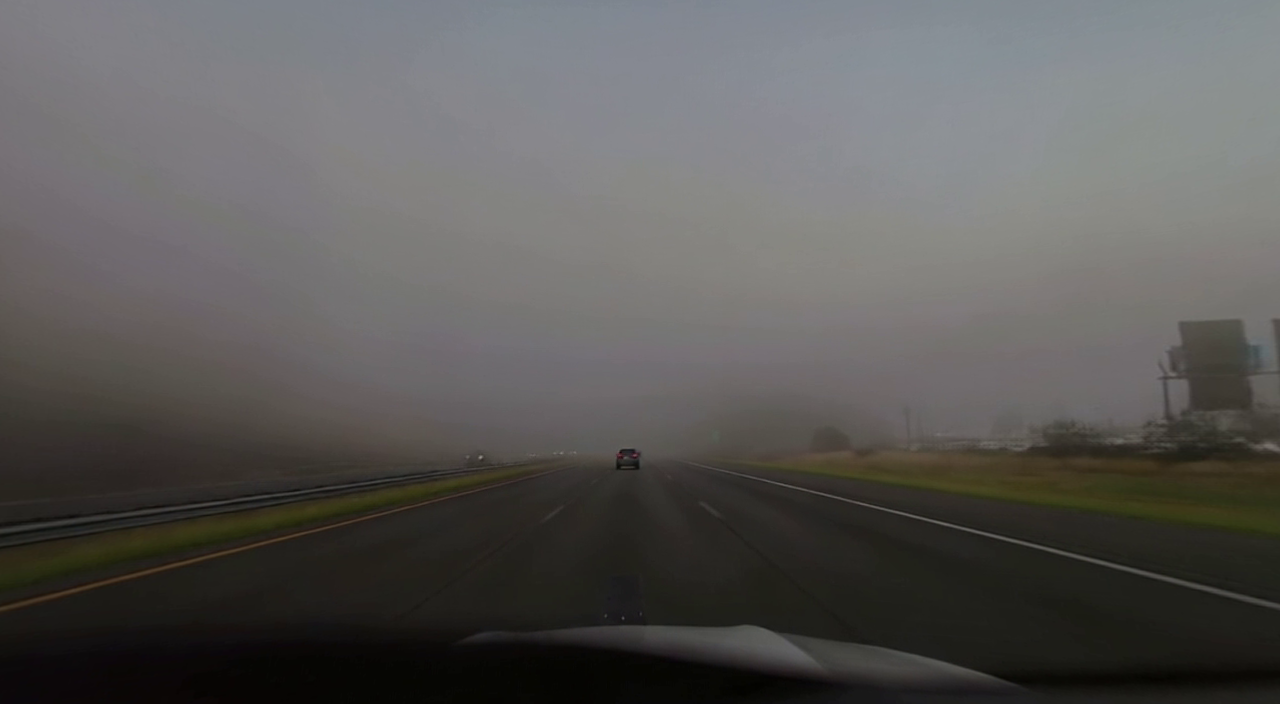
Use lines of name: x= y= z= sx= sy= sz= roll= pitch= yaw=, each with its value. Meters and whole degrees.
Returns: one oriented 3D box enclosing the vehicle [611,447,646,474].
vehicle: x=-0.636 y=6.380 z=37.141 sx=1.916 sy=1.494 sz=4.335 roll=0 pitch=-9 yaw=0
